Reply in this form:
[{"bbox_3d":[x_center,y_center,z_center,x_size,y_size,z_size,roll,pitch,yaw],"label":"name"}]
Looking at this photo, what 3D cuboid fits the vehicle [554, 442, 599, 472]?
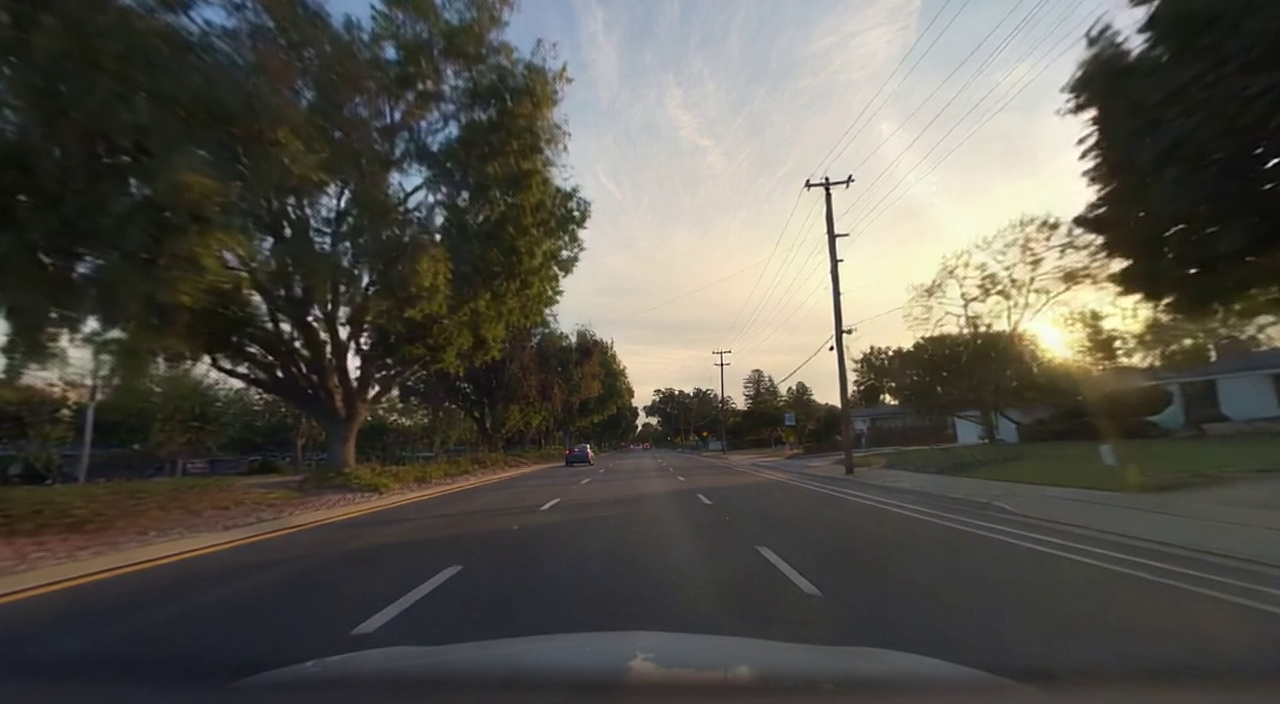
[{"bbox_3d":[-3.445,5.764,34.800,2.007,1.514,4.049,-1,-8,1],"label":"vehicle"}]
